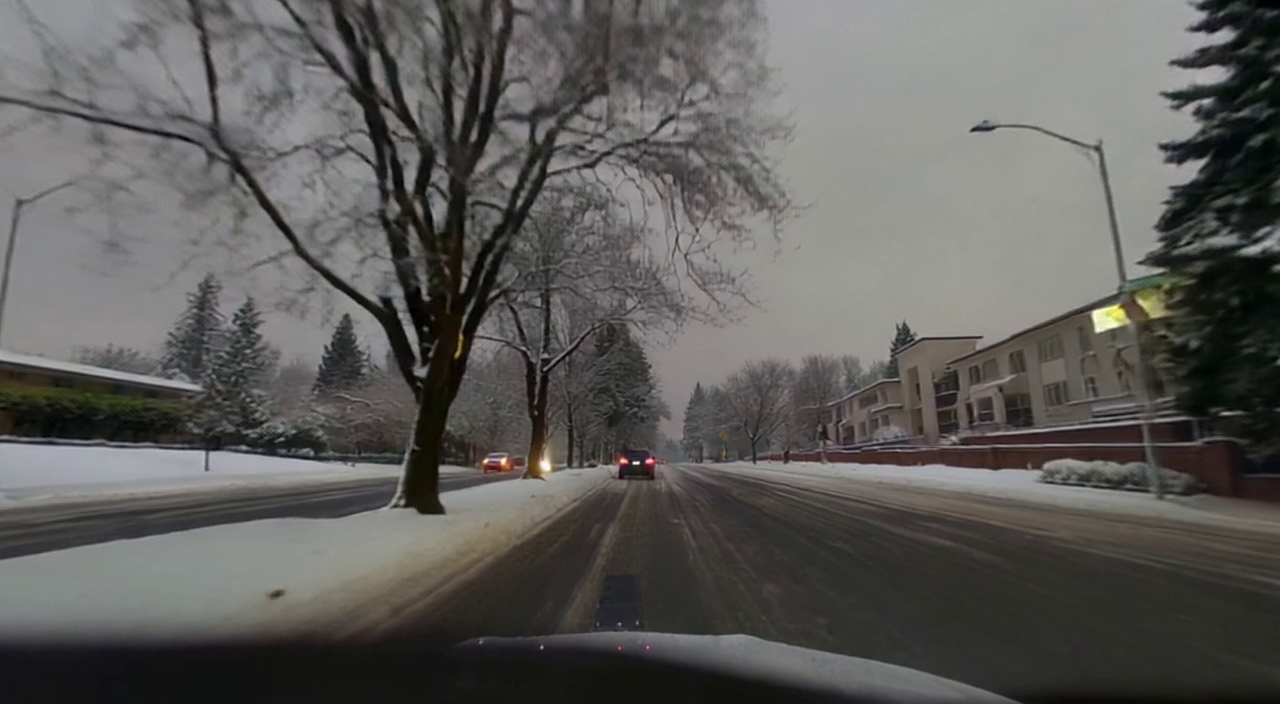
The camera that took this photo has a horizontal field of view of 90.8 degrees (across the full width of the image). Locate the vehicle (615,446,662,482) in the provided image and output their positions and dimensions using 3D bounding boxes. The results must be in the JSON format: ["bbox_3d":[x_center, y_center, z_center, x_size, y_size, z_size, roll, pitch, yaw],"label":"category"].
[{"bbox_3d":[-0.017,5.342,30.444,2.093,1.591,4.247,0,-9,1],"label":"vehicle"}]
